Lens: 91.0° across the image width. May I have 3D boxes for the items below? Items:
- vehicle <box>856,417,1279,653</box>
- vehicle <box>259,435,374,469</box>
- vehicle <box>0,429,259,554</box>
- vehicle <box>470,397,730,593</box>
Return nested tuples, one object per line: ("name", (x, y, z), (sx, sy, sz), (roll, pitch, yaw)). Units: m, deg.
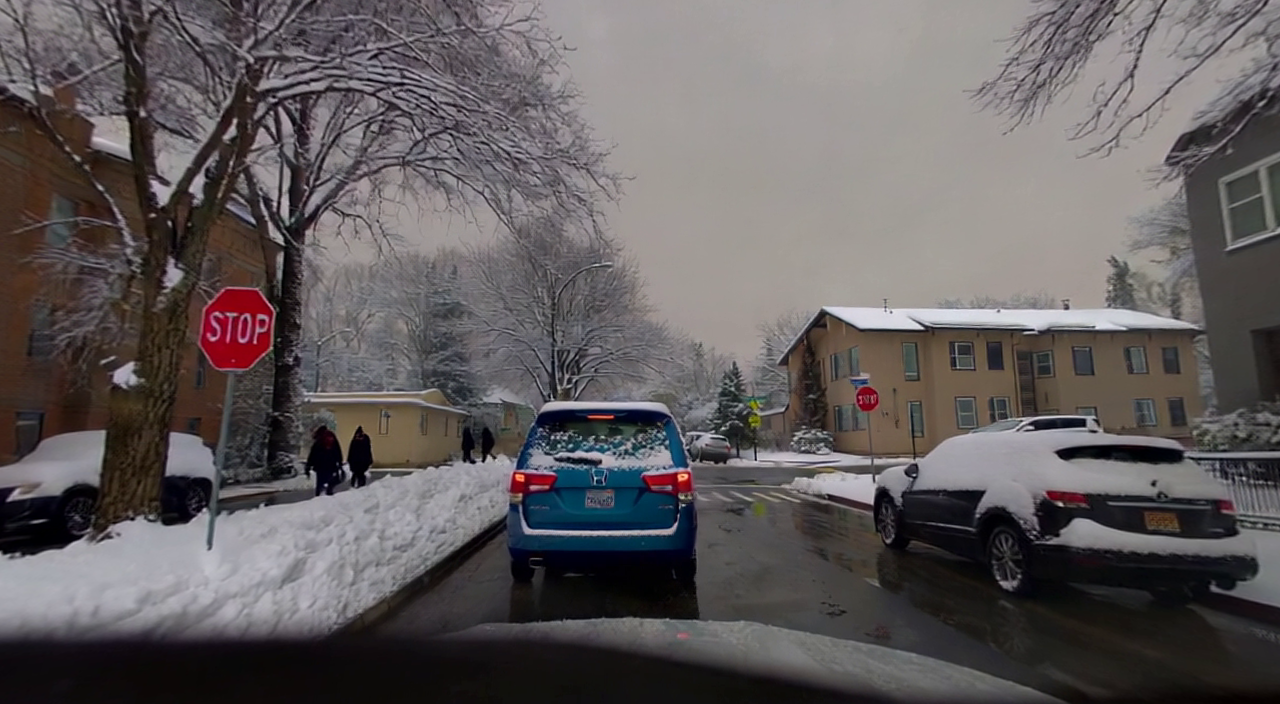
("vehicle", (4.223, 1.684, 6.874), (1.959, 1.581, 4.731), (4, -9, -2))
("vehicle", (-15.219, 4.723, 29.808), (4.387, 1.495, 1.811), (1, -8, -3))
("vehicle", (-8.288, 2.029, 10.016), (1.825, 1.532, 4.083), (-3, -7, 2))
("vehicle", (-0.386, 1.657, 8.180), (2.377, 1.787, 4.652), (0, -8, -1))
